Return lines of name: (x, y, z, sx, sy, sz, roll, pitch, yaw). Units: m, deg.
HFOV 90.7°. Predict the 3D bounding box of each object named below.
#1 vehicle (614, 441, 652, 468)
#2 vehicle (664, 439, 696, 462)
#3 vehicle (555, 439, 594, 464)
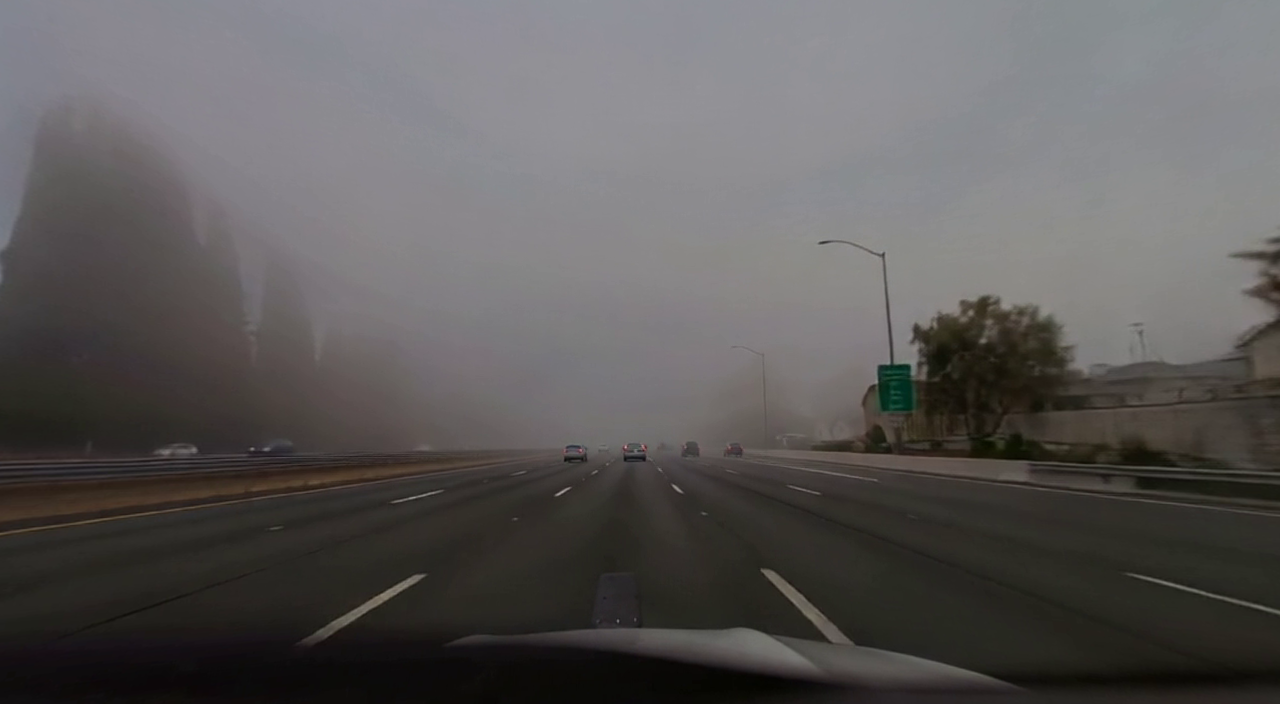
vehicle: (-0.434, 6.193, 38.370, 2.146, 1.485, 4.332, 0, -8, -1)
vehicle: (3.023, 7.514, 48.341, 2.084, 1.624, 3.935, 0, -8, -1)
vehicle: (-4.629, 7.107, 45.276, 2.260, 1.706, 4.177, 0, -8, 0)
